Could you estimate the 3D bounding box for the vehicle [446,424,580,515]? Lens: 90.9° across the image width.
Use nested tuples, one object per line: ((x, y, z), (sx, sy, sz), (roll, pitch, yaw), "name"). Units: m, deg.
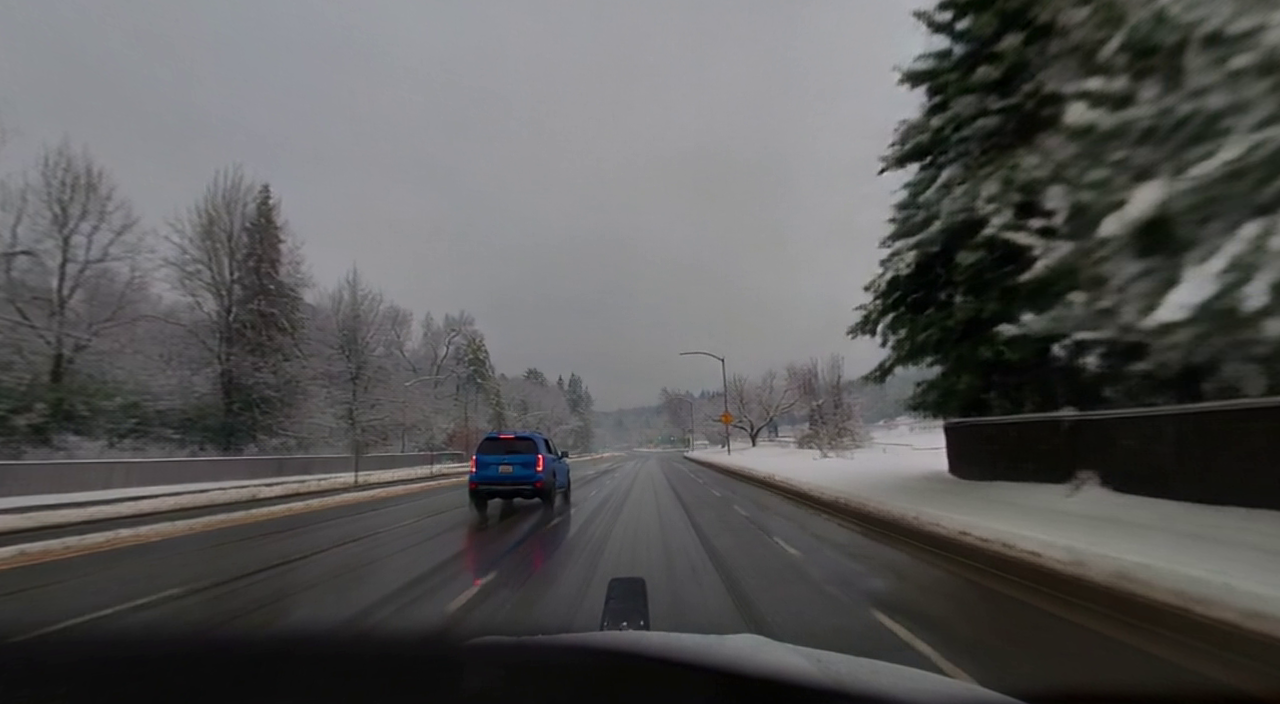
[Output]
((-2.834, 2.763, 15.386), (2.160, 1.855, 4.695), (0, -8, 2), "vehicle")
